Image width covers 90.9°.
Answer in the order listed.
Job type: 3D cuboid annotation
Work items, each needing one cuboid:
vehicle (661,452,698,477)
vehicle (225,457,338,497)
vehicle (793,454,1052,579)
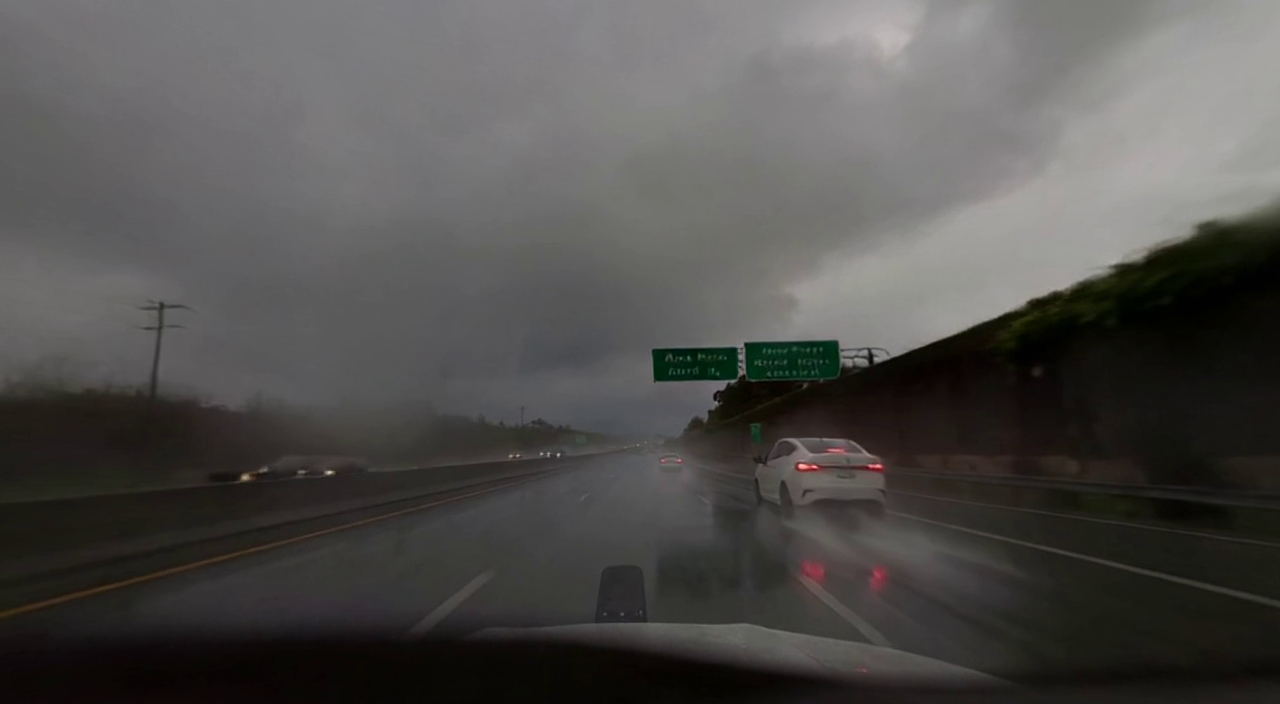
[{"bbox_3d":[2.356,6.867,38.729,2.065,1.400,4.028,0,-9,0],"label":"vehicle"},{"bbox_3d":[-15.059,5.243,26.815,1.960,1.474,4.630,-1,-9,2],"label":"vehicle"},{"bbox_3d":[3.518,2.076,8.645,1.883,1.320,3.386,0,-9,-2],"label":"vehicle"}]
